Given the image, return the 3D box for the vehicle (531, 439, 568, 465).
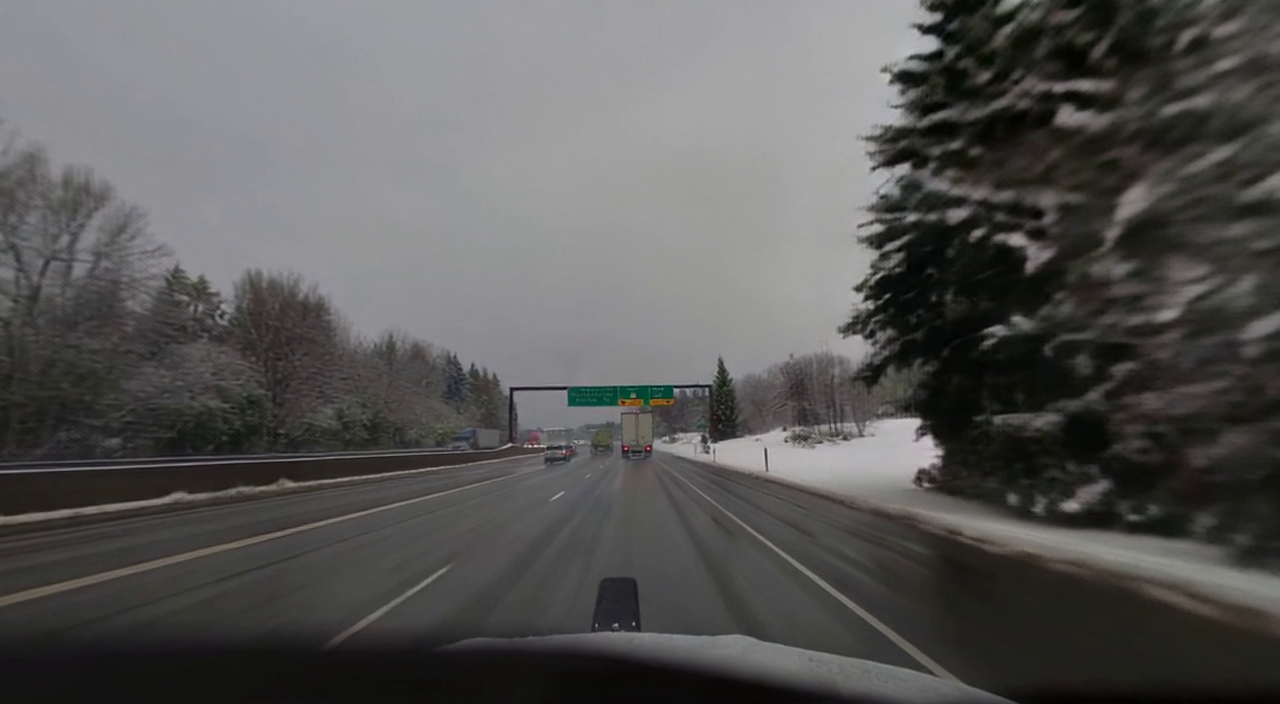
[{"bbox_3d":[-6.707,7.431,47.205,2.127,1.839,4.984,0,-8,-1],"label":"vehicle"}]
